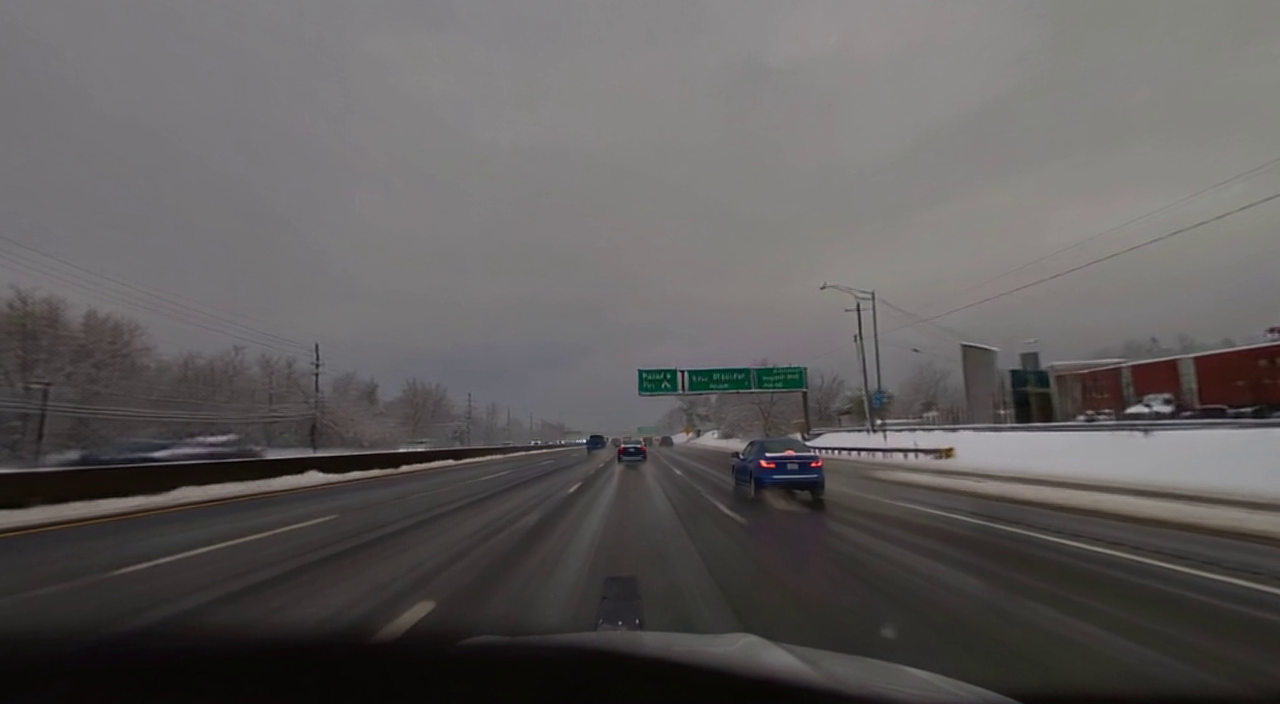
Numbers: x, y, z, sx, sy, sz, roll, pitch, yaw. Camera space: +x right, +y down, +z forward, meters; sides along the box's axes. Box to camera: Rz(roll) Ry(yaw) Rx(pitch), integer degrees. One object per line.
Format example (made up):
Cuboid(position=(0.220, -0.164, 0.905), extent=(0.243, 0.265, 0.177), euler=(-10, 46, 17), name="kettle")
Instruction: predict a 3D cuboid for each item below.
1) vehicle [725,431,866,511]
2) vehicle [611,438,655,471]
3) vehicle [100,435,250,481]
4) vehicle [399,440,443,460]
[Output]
Cuboid(position=(3.325, 2.634, 14.510), extent=(1.995, 1.533, 4.463), euler=(0, -8, -2), name="vehicle")
Cuboid(position=(-0.374, 5.002, 30.981), extent=(2.019, 1.472, 3.971), euler=(0, -8, -1), name="vehicle")
Cuboid(position=(-16.666, 3.814, 22.933), extent=(2.015, 1.513, 4.497), euler=(0, -8, 0), name="vehicle")
Cuboid(position=(-16.788, 7.507, 48.404), extent=(1.794, 1.492, 4.245), euler=(0, -8, 0), name="vehicle")
